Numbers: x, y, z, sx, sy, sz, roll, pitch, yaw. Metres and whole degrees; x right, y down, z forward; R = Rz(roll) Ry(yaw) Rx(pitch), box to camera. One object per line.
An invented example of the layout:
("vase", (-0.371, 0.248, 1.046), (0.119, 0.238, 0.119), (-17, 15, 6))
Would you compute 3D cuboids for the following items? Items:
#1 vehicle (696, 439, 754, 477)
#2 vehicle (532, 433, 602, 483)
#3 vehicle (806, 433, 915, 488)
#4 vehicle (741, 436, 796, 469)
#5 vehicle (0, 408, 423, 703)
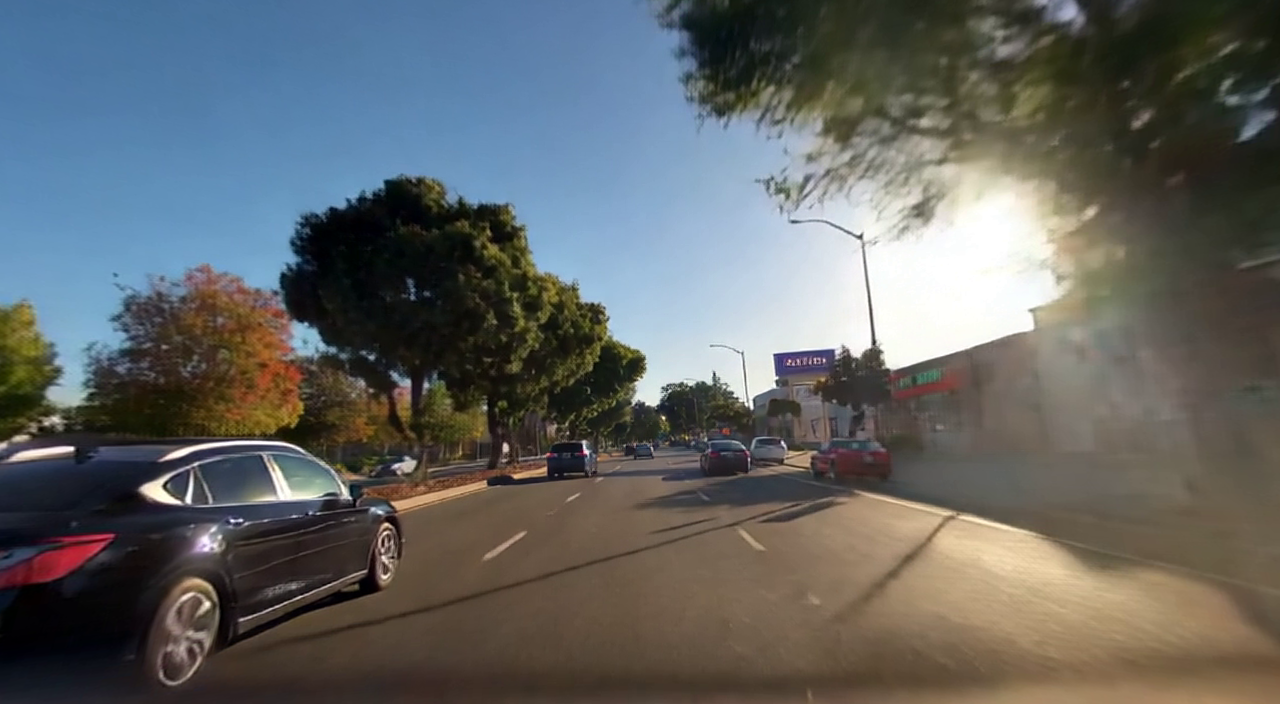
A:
("vehicle", (3.602, 4.569, 27.385), (1.904, 1.490, 4.299), (0, -8, 0))
("vehicle", (-2.782, 4.189, 25.243), (2.193, 1.788, 4.603), (0, -8, 1))
("vehicle", (7.397, 3.685, 21.740), (2.089, 1.678, 4.725), (0, -8, 0))
("vehicle", (7.564, 5.976, 37.610), (2.198, 1.788, 4.941), (1, -8, 0))
("vehicle", (-3.262, 1.203, 4.028), (1.956, 1.460, 4.802), (0, -8, 1))
